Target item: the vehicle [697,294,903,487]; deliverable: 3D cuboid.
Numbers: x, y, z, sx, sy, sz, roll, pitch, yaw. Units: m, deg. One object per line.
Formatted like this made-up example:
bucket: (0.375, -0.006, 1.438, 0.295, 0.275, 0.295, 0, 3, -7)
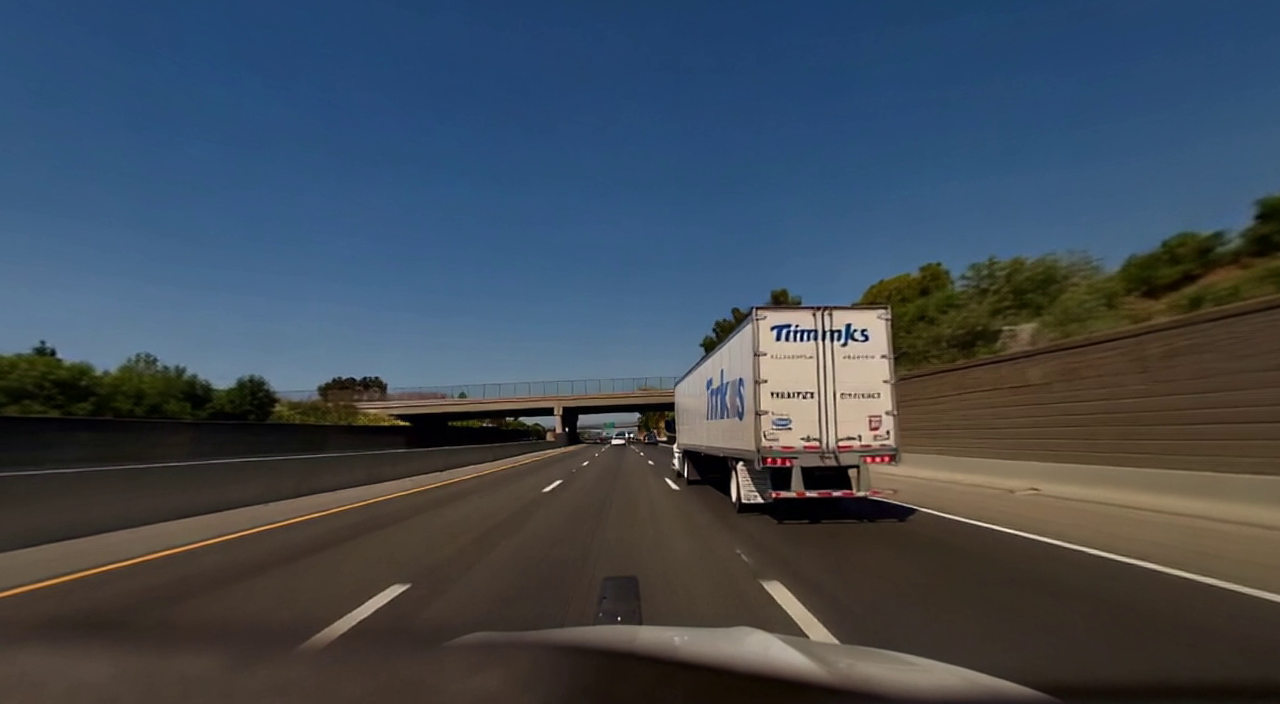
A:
vehicle: (3.815, 1.586, 19.644, 2.850, 3.894, 13.987, 0, -7, 0)
